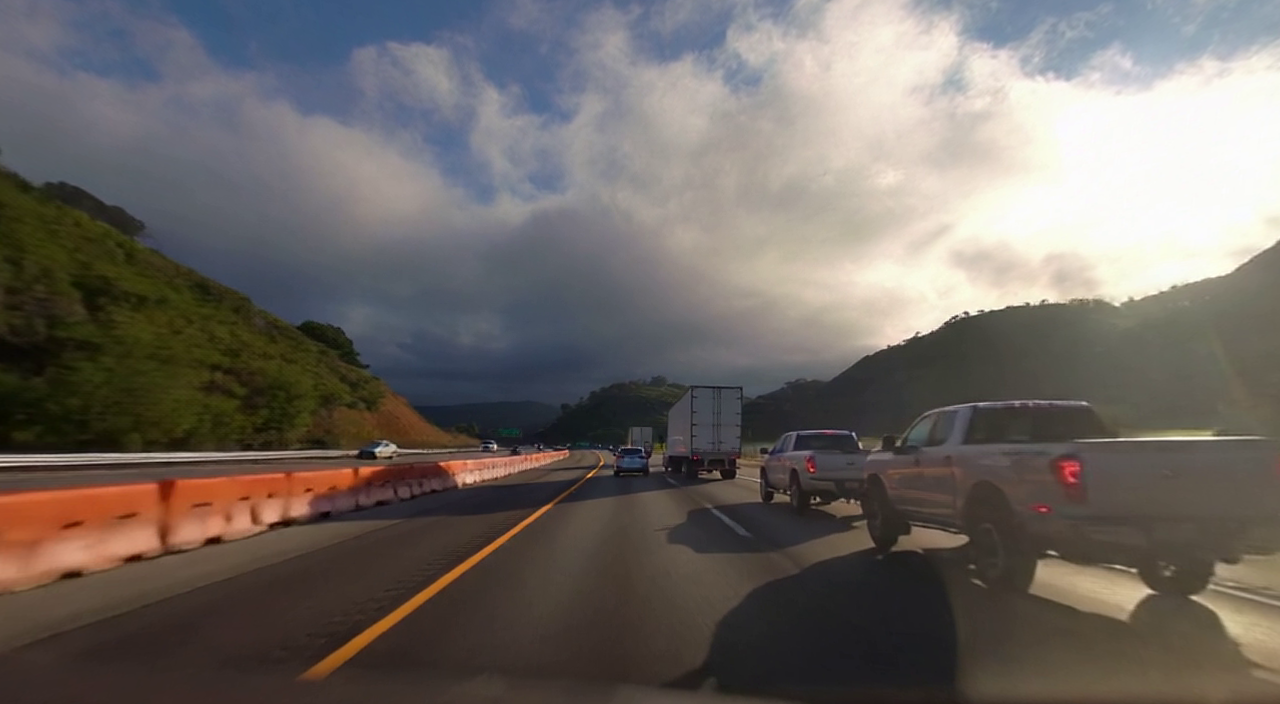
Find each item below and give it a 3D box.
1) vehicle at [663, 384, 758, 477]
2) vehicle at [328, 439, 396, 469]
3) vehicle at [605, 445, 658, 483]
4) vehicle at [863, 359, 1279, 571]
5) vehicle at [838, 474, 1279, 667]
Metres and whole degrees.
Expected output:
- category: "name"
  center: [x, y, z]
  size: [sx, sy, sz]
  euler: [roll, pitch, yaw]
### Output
- category: "vehicle"
  center: [3.392, 4.602, 35.230]
  size: [2.911, 4.099, 14.578]
  euler: [0, -9, -3]
- category: "vehicle"
  center: [-15.581, 5.749, 35.620]
  size: [1.984, 1.558, 4.164]
  euler: [0, -9, -1]
- category: "vehicle"
  center: [-0.394, 4.593, 26.162]
  size: [2.029, 1.437, 3.794]
  euler: [0, -9, -2]
- category: "vehicle"
  center: [4.069, 1.104, 6.543]
  size: [1.873, 1.465, 4.264]
  euler: [0, -9, -1]
- category: "vehicle"
  center: [4.028, 1.866, 6.598]
  size: [2.129, 0.956, 5.390]
  euler: [0, -9, -1]
